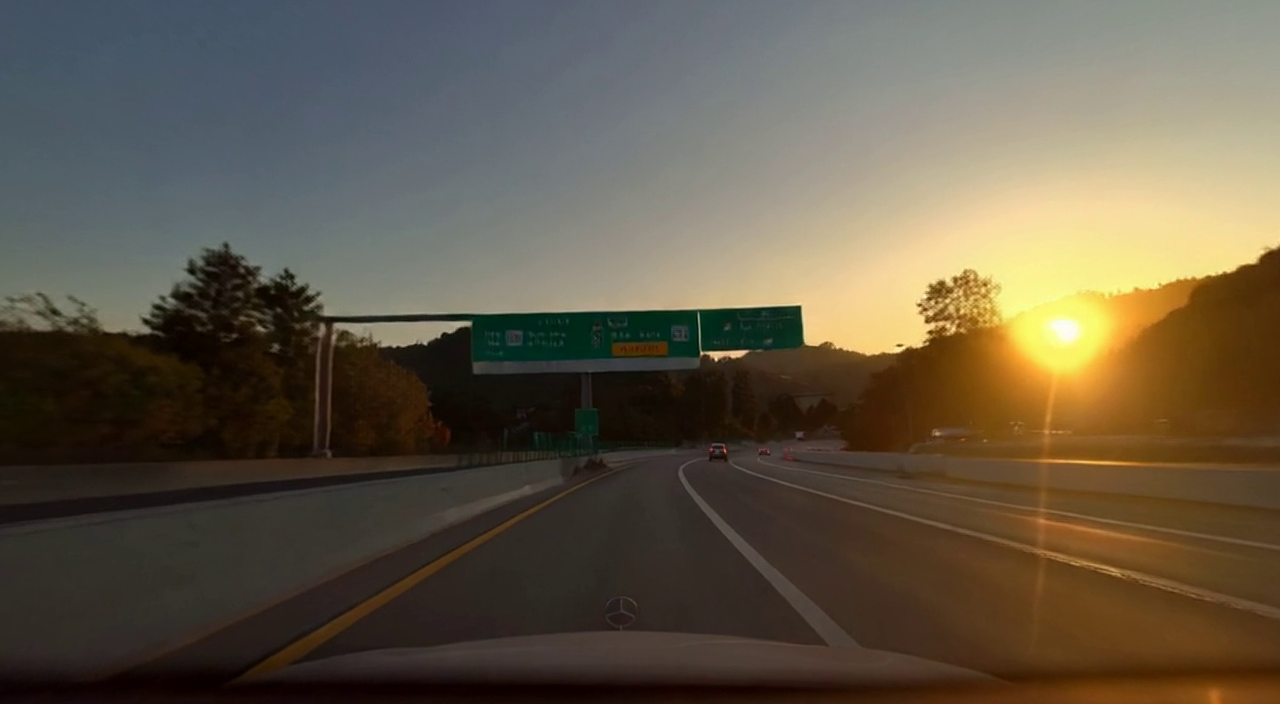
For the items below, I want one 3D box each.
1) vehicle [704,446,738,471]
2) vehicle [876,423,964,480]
[{"bbox_3d":[5.176,6.867,40.771,1.874,1.506,4.116,-1,-9,3],"label":"vehicle"},{"bbox_3d":[13.196,4.718,30.004,3.055,2.511,2.572,-1,-9,6],"label":"vehicle"}]
